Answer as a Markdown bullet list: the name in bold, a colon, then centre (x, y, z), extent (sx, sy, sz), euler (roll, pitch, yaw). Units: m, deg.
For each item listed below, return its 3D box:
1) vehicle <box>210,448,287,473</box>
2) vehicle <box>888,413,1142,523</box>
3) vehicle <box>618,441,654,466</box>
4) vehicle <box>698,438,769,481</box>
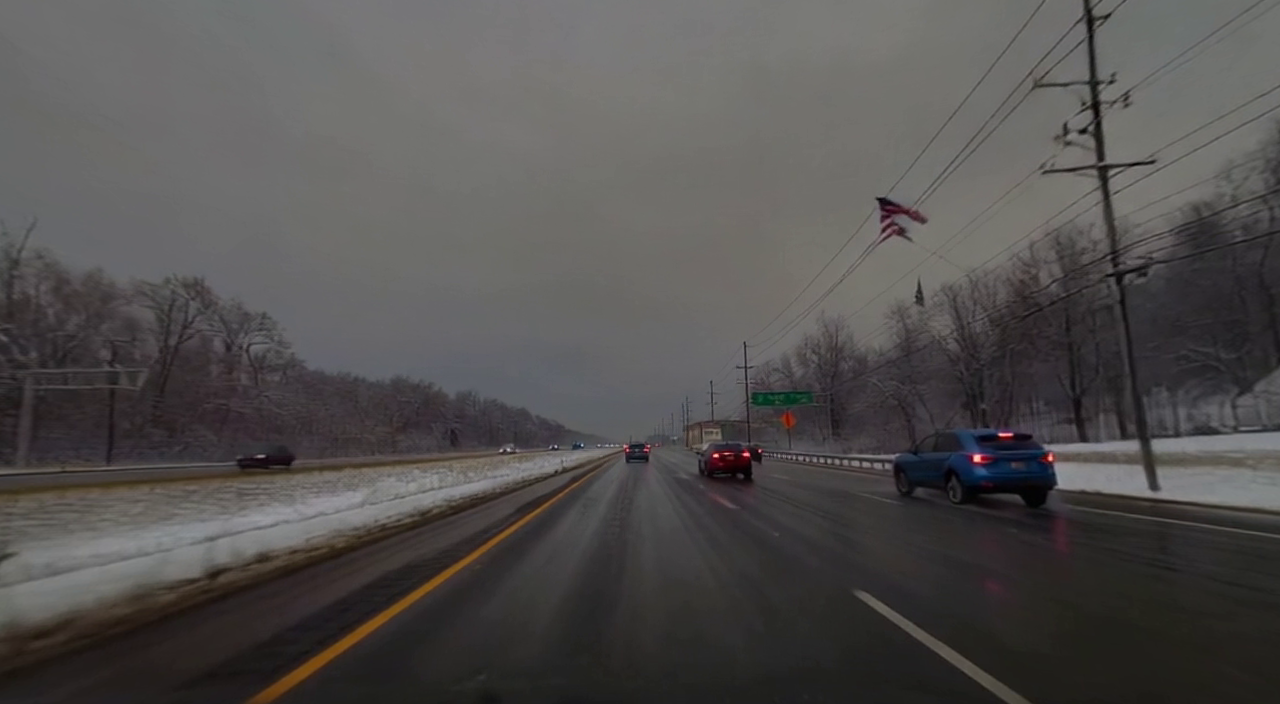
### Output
- **vehicle**: centre (-24.949, 6.891, 40.517), extent (1.864, 1.444, 4.875), euler (0, -8, -1)
- **vehicle**: centre (7.126, 2.261, 12.843), extent (2.114, 1.800, 4.779), euler (0, -8, -1)
- **vehicle**: centre (-0.284, 6.270, 39.125), extent (2.085, 1.449, 3.860), euler (0, -8, -1)
- **vehicle**: centre (3.550, 4.172, 24.831), extent (1.978, 1.488, 4.252), euler (0, -8, -2)
